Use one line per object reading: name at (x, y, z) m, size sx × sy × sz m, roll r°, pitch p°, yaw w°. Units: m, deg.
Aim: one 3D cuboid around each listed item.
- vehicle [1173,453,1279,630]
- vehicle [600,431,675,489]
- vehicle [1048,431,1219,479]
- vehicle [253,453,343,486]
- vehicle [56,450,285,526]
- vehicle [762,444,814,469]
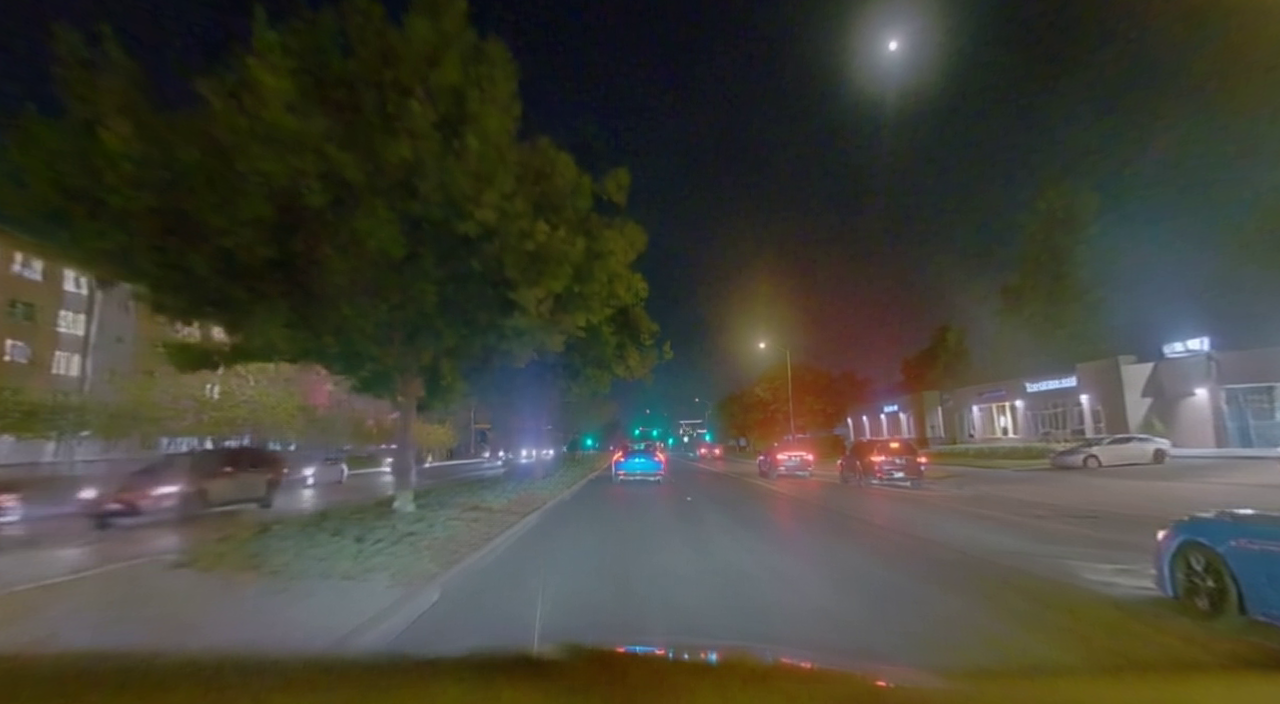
vehicle at (5.909, 1.221, 3.426) m, size 2.258 × 1.294 × 4.312 m, roll 0°, pitch -9°, yaw 0°
vehicle at (-0.118, 3.595, 21.313) m, size 2.266 × 1.762 × 4.131 m, roll 0°, pitch -9°, yaw -1°
vehicle at (19.502, 4.043, 25.120) m, size 4.932 × 1.514 × 2.327 m, roll -3°, pitch -8°, yaw -5°
vehicle at (-17.077, 5.859, 31.869) m, size 1.929 × 1.460 × 4.668 m, roll 0°, pitch -9°, yaw 0°
vehicle at (-10.849, 3.125, 15.179) m, size 1.900 × 1.497 × 4.626 m, roll 0°, pitch -9°, yaw 0°
vehicle at (9.078, 6.440, 39.074) m, size 2.045 × 1.484 × 4.342 m, roll 0°, pitch -9°, yaw -2°
